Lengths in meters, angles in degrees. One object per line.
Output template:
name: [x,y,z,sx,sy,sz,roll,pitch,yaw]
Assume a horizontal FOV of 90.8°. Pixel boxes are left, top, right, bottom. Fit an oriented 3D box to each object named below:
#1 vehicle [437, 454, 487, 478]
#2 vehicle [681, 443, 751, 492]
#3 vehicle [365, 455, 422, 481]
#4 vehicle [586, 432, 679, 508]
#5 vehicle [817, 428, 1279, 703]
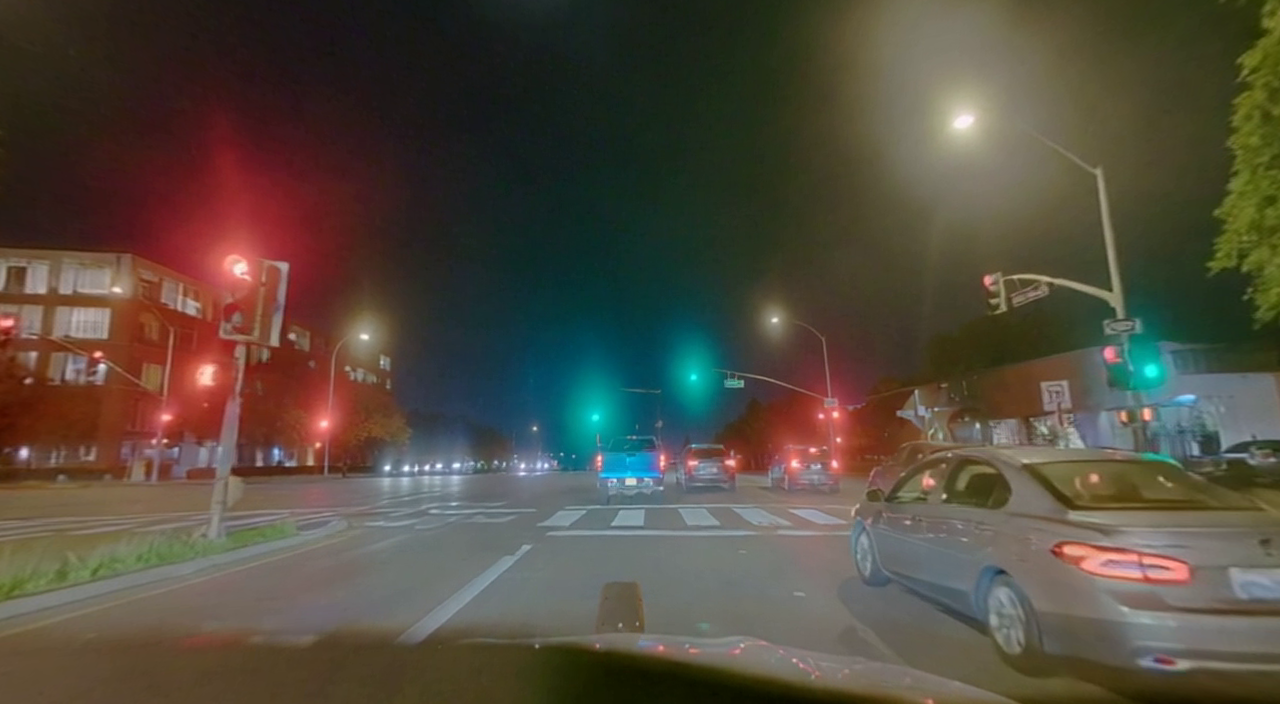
vehicle: [-11.708,7.513,41.884,1.989,1.459,4.667,0,-8,0]
vehicle: [2.904,4.497,25.117,2.013,1.742,4.424,0,-8,-2]
vehicle: [-15.789,7.423,40.695,1.915,1.491,4.347,0,-8,0]
vehicle: [-0.238,3.317,18.282,2.344,1.883,4.572,0,-8,-1]
vehicle: [3.196,1.437,5.338,2.057,1.463,4.365,0,-8,-1]
